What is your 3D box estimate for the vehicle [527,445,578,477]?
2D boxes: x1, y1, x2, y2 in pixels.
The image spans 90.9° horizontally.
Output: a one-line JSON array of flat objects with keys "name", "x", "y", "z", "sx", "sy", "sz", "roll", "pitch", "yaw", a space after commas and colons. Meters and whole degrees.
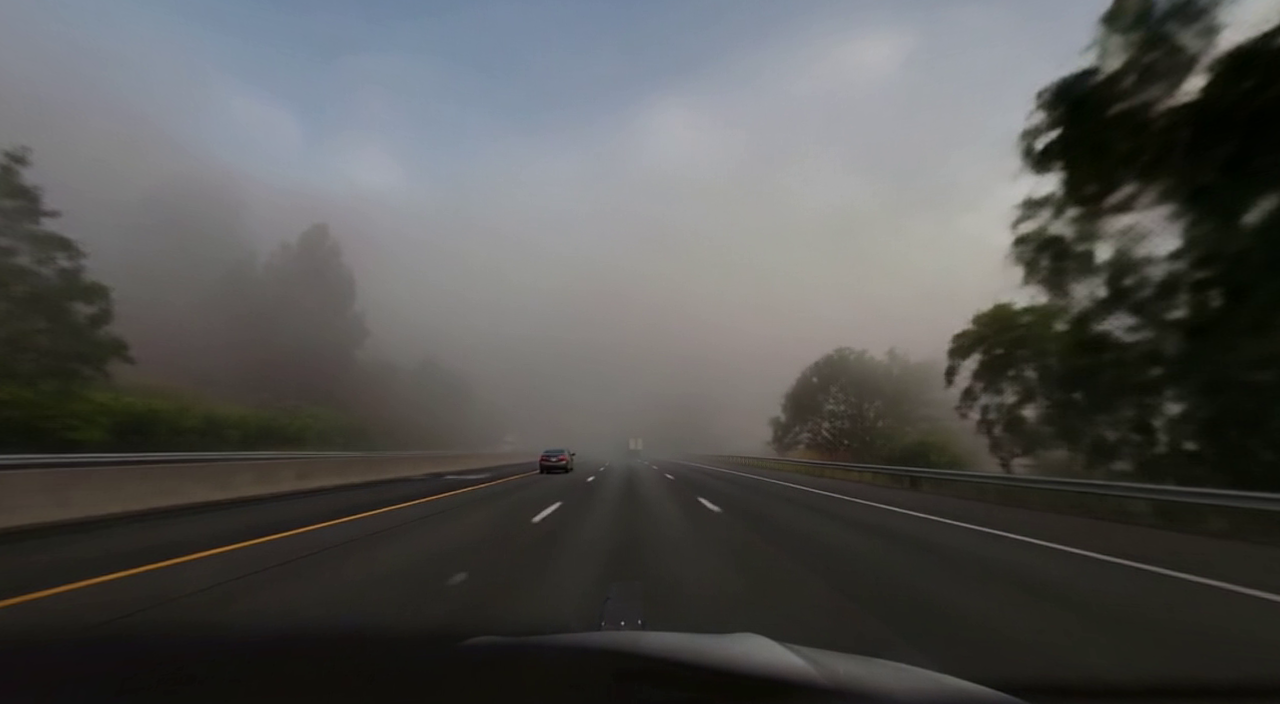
[{"name": "vehicle", "x": -4.474, "y": 5.657, "z": 32.952, "sx": 2.022, "sy": 1.513, "sz": 4.613, "roll": 0, "pitch": -9, "yaw": 0}]
